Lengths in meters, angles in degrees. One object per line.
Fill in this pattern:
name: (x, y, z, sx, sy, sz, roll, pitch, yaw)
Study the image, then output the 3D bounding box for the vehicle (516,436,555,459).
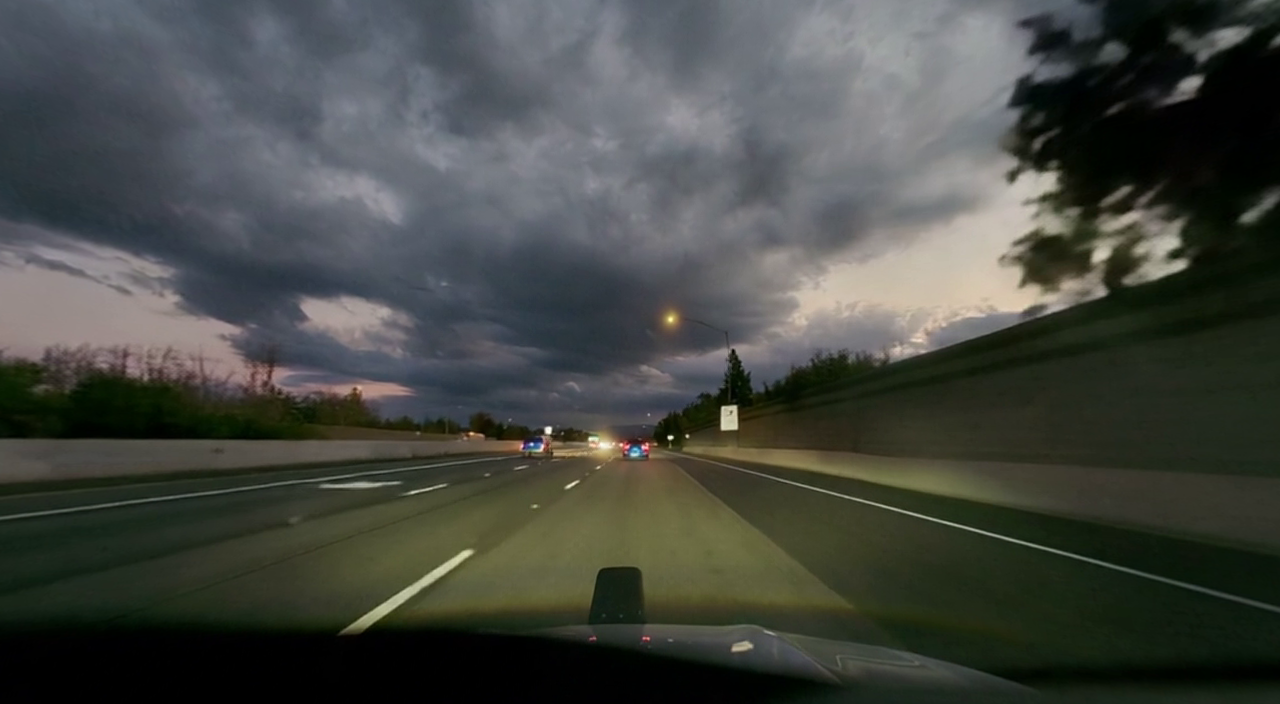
vehicle: (-7.513, 6.962, 45.872, 2.019, 1.523, 4.396, 0, -8, 1)

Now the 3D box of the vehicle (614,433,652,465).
vehicle: (-0.383, 5.691, 36.987, 2.141, 1.706, 4.065, 0, -8, 0)
